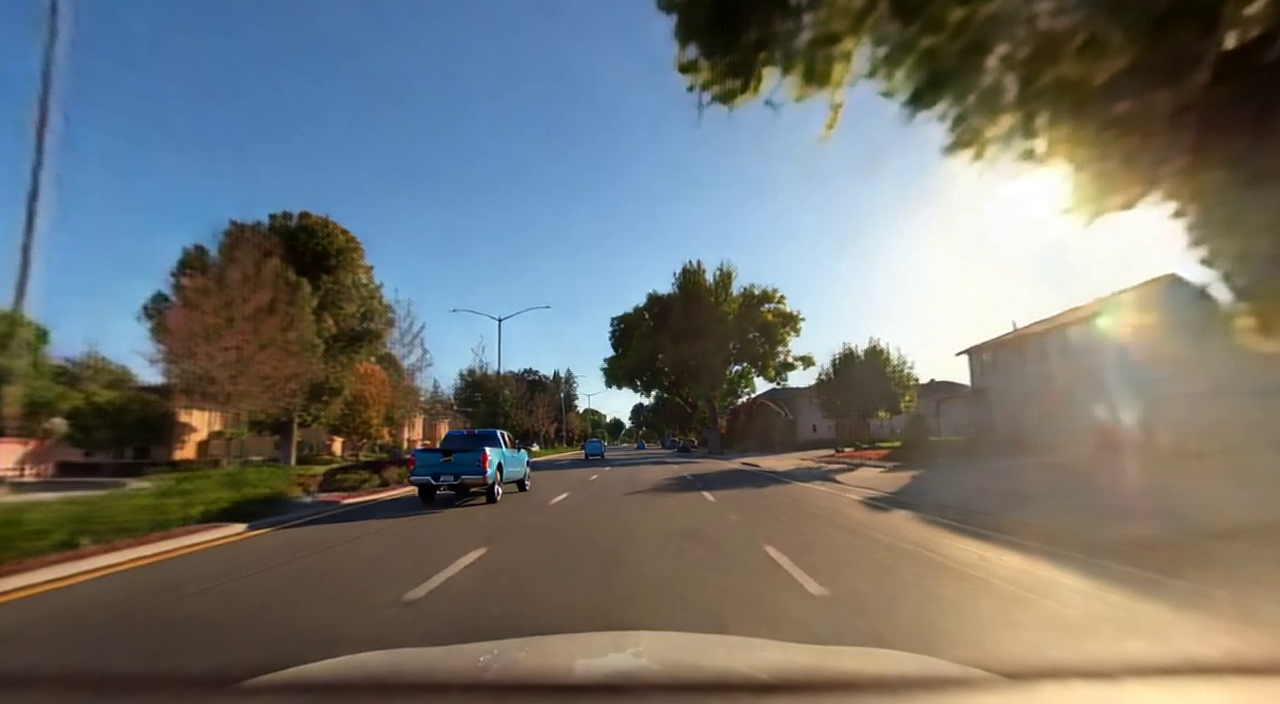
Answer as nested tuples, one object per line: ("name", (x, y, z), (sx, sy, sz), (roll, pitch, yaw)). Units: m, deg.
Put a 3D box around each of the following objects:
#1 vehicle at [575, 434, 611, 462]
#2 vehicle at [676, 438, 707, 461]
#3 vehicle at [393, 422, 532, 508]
("vehicle", (-3.451, 7.125, 46.720), (2.230, 1.987, 4.385), (0, -8, 1))
("vehicle", (3.955, 7.562, 48.913), (2.016, 1.736, 4.356), (0, -8, 0))
("vehicle", (-4.081, 2.694, 15.453), (2.002, 1.747, 4.728), (0, -8, 0))
